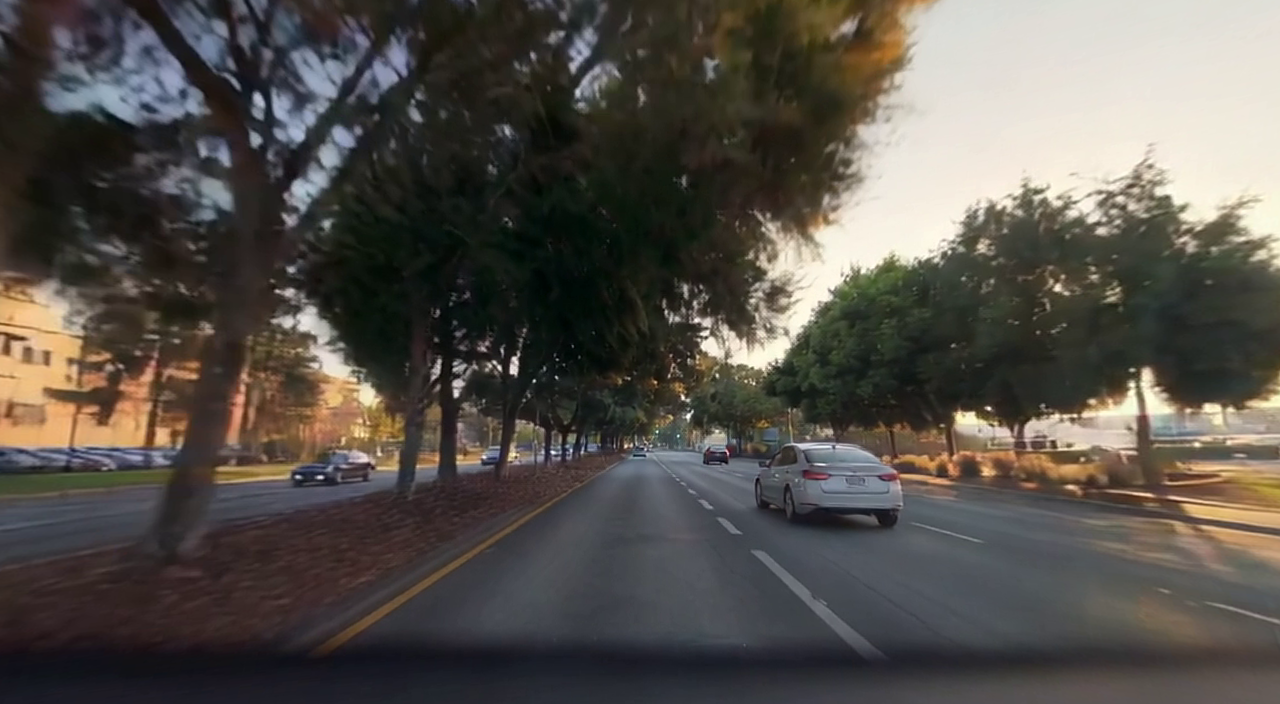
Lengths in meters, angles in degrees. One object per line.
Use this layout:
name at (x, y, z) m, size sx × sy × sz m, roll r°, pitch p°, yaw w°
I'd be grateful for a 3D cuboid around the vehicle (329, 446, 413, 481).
vehicle at (-12.336, 5.121, 29.099) m, size 1.878 × 1.470 × 4.477 m, roll 0°, pitch -9°, yaw 0°

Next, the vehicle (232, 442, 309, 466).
vehicle at (-28.939, 7.977, 49.238) m, size 4.901 × 1.520 × 1.939 m, roll -4°, pitch -7°, yaw -1°

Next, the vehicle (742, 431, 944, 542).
vehicle at (3.173, 2.187, 10.917) m, size 1.935 × 1.501 × 4.384 m, roll 0°, pitch -9°, yaw -2°

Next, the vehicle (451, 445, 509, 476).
vehicle at (-8.429, 5.734, 33.502) m, size 1.926 × 1.509 × 4.303 m, roll 0°, pitch -9°, yaw 1°

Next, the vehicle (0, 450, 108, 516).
vehicle at (-15.383, 3.047, 14.657) m, size 1.862 × 1.460 × 4.677 m, roll 0°, pitch -9°, yaw -1°

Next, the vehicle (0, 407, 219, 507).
vehicle at (-18.576, 2.981, 17.542) m, size 2.964 × 2.641 × 15.868 m, roll -2°, pitch -9°, yaw 0°
